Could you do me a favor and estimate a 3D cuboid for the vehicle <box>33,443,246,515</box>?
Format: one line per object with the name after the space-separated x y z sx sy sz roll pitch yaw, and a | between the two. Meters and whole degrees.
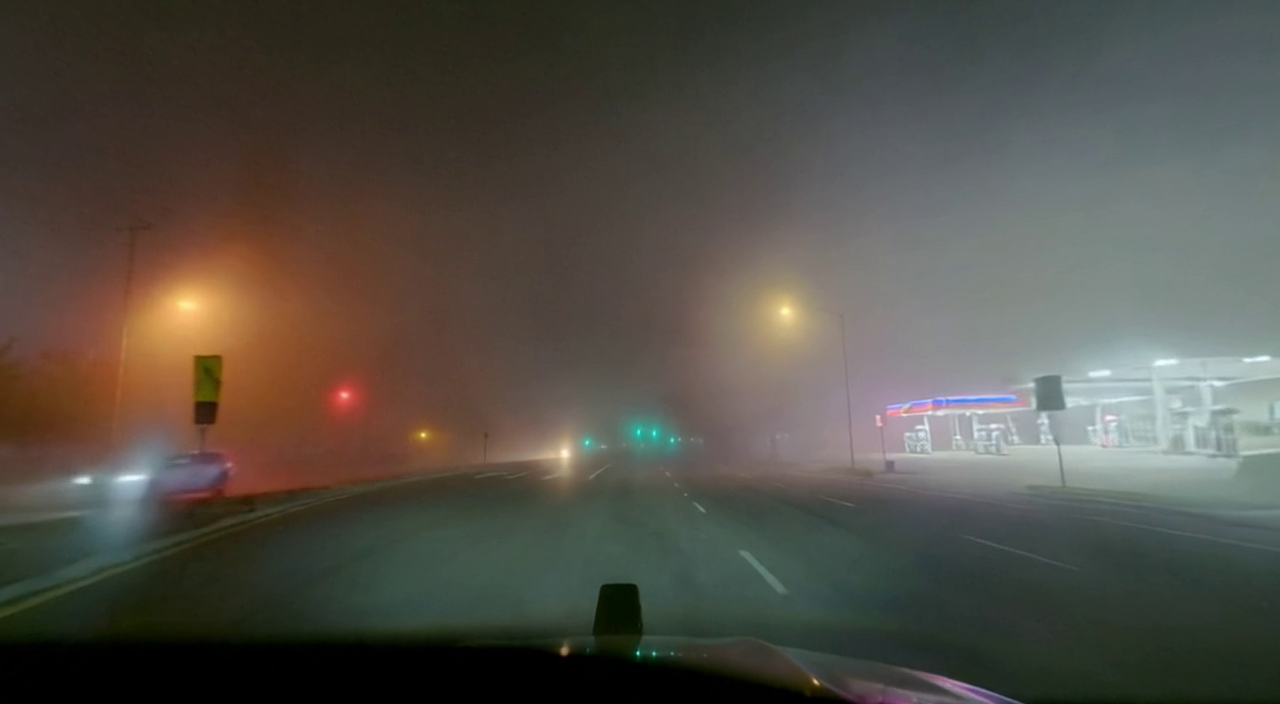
-11.923 2.995 15.515 1.725 1.507 4.251 0 -8 0 | vehicle
